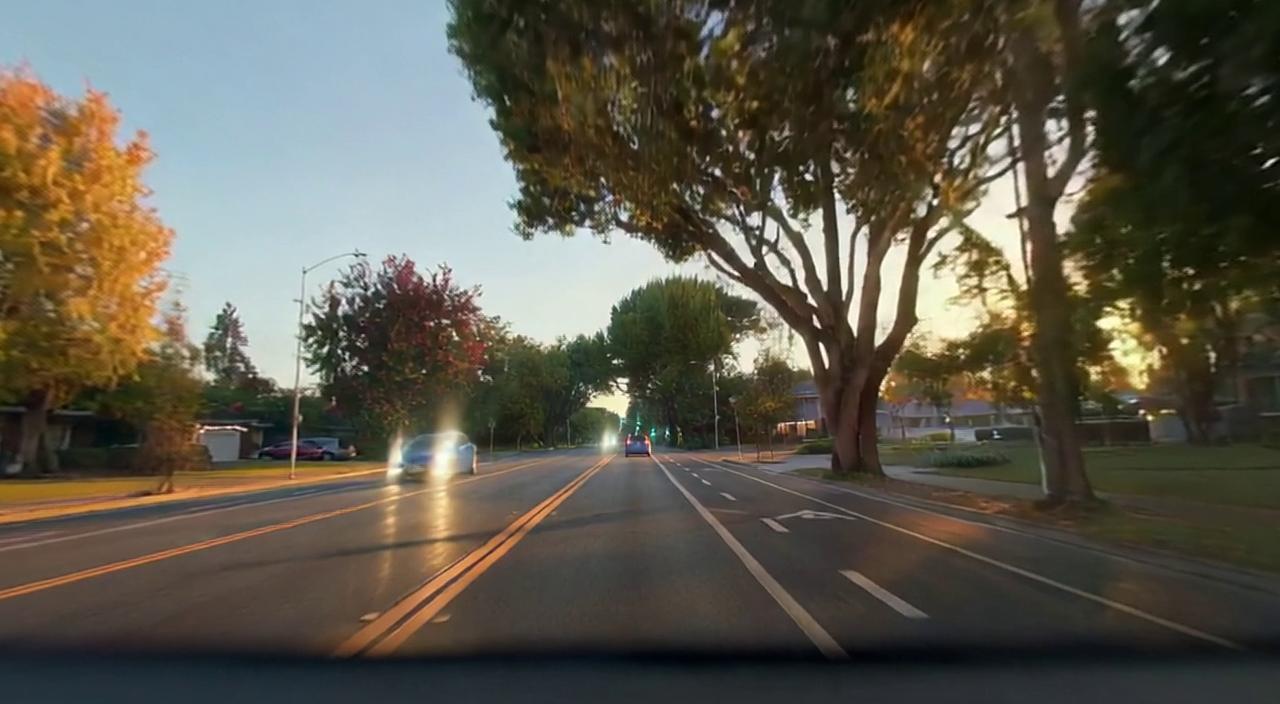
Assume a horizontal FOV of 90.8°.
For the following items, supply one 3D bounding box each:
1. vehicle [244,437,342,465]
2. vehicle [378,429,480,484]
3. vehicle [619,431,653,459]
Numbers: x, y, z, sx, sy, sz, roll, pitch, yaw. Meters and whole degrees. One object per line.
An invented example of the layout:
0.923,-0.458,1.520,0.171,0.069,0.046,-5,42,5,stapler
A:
-21.146,6.017,38.626,4.773,1.625,1.933,0,-8,-2,vehicle
-7.161,3.575,21.971,2.065,1.719,4.265,0,-8,0,vehicle
-0.294,6.405,43.741,2.230,1.827,4.298,0,-8,0,vehicle
